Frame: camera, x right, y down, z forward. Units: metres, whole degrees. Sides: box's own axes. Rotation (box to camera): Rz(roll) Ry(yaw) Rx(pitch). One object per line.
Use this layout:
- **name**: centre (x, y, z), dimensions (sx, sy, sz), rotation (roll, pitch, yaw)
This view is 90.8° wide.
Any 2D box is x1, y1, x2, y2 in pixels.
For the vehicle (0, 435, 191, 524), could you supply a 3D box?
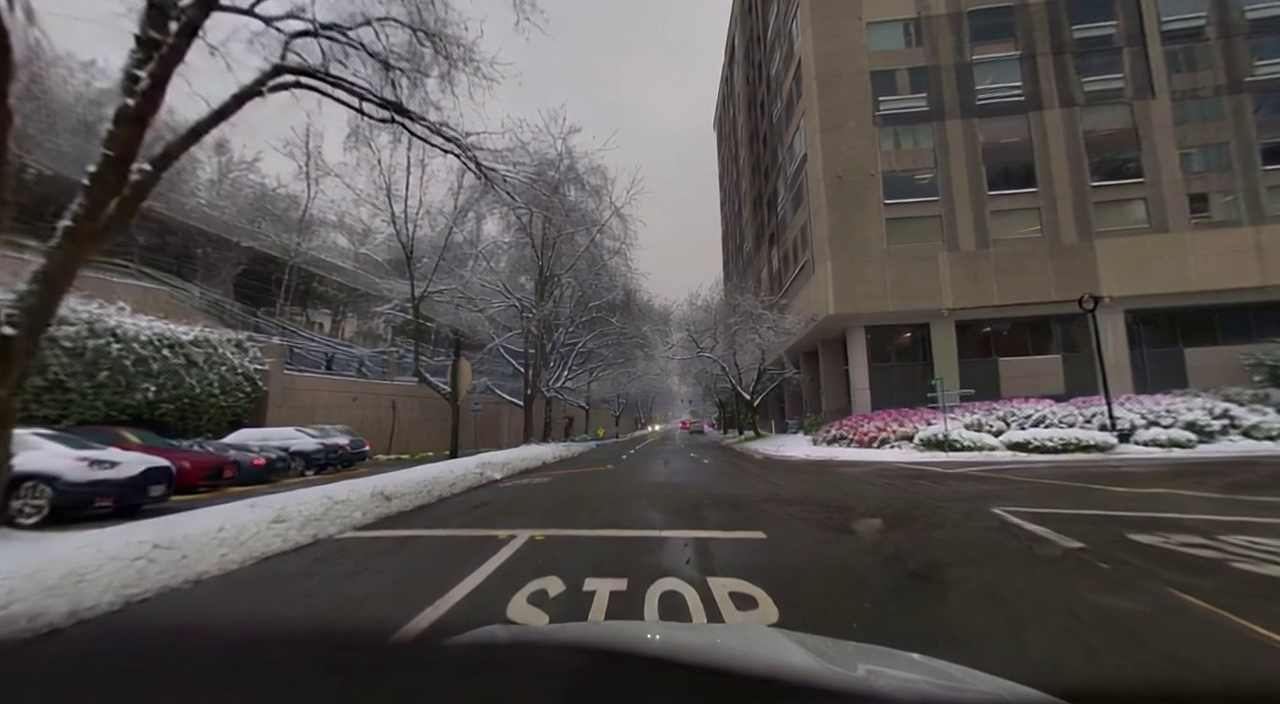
- **vehicle**: centre (-11.091, 2.228, 11.334), dimensions (4.694, 1.447, 2.137), rotation (5, -10, -31)
